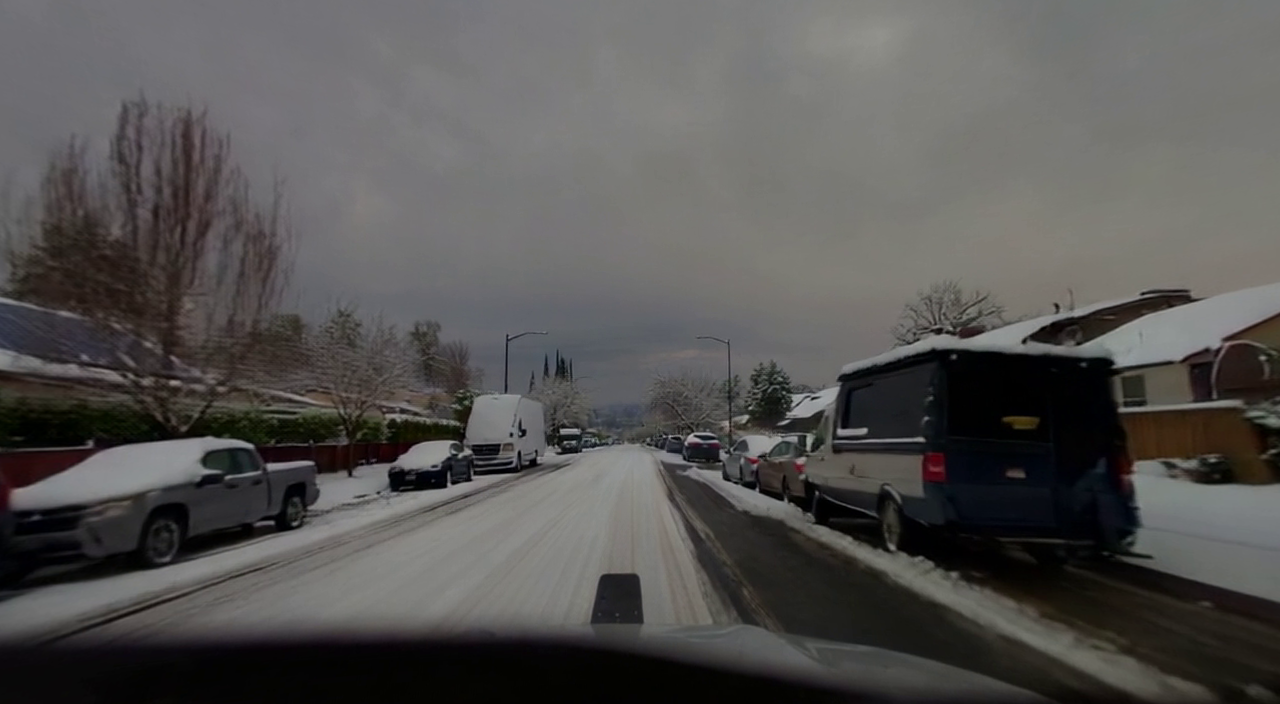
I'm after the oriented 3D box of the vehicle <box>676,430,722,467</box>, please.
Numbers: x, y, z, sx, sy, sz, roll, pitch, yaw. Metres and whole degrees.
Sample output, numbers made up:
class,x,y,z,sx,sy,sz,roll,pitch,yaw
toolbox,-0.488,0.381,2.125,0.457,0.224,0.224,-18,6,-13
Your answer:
class,x,y,z,sx,sy,sz,roll,pitch,yaw
vehicle,3.146,5.218,34.413,1.965,1.855,4.677,0,-8,-1

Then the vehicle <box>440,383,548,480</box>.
class,x,y,z,sx,sy,sz,roll,pitch,yaw
vehicle,-6.105,3.522,27.883,2.896,3.648,8.004,0,-8,0

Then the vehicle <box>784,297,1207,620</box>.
class,x,y,z,sx,sy,sz,roll,pitch,yaw
vehicle,3.371,1.106,7.408,2.215,2.542,4.550,-2,-7,0

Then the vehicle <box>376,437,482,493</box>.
class,x,y,z,sx,sy,sz,roll,pitch,yaw
vehicle,-6.259,3.357,19.216,1.921,1.470,4.068,0,-8,-1

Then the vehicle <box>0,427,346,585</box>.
class,x,y,z,sx,sy,sz,roll,pitch,yaw
vehicle,-6.053,1.924,8.747,1.818,1.563,4.483,-1,-9,0
